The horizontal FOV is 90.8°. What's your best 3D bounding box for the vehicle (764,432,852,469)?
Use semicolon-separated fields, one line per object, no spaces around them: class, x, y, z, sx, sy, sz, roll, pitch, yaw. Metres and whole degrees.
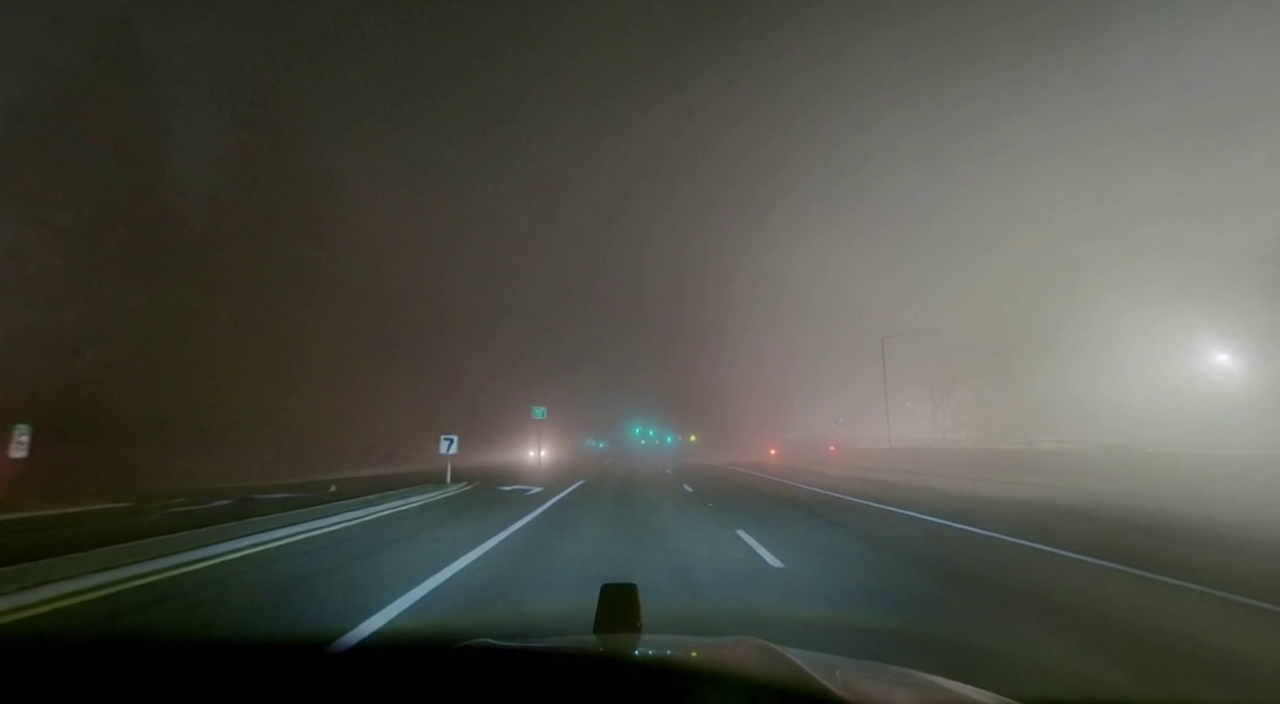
vehicle;12.254;7.207;46.401;5.581;1.926;2.324;-6;-6;-3
